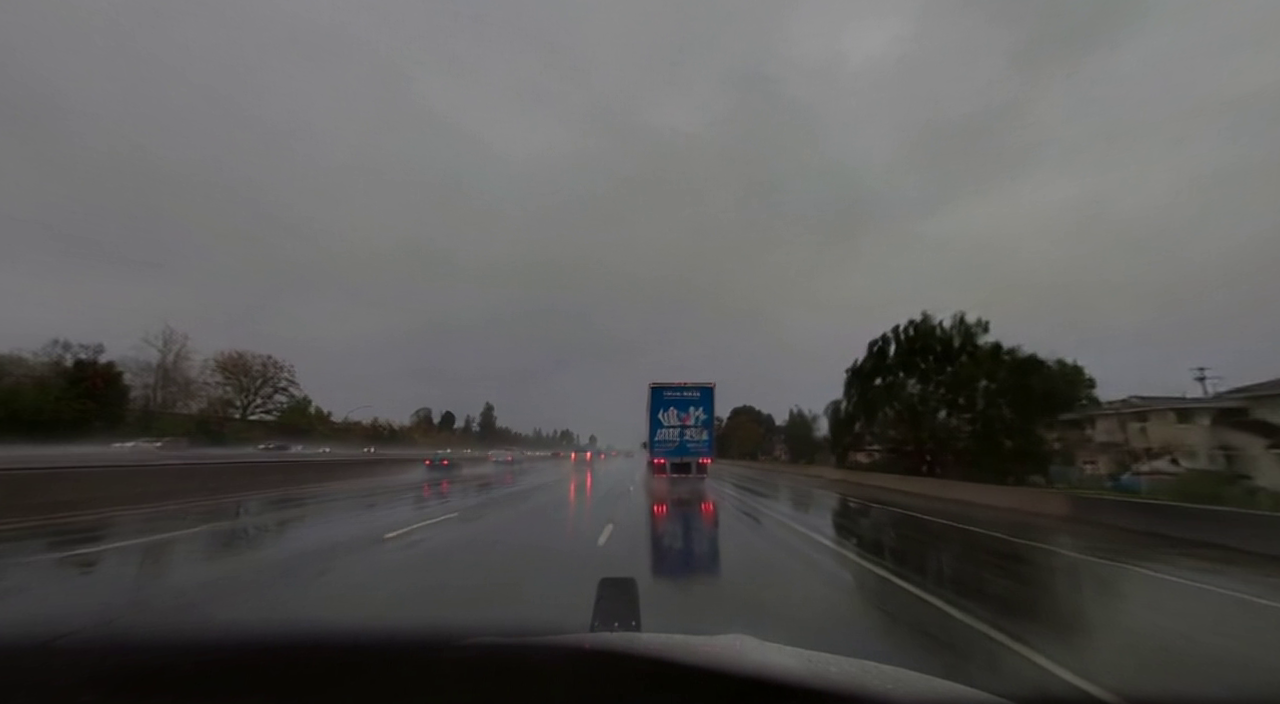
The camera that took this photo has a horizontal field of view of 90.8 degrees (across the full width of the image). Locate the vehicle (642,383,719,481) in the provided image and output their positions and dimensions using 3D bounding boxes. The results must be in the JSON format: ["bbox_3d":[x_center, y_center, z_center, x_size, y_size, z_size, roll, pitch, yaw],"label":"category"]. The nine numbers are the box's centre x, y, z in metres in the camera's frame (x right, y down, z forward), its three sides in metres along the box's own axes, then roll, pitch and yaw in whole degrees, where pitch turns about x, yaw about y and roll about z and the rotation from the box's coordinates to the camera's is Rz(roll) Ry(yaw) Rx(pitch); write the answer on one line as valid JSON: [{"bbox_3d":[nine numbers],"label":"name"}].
[{"bbox_3d":[1.749,4.572,34.430,3.140,4.100,15.551,0,-9,0],"label":"vehicle"}]
